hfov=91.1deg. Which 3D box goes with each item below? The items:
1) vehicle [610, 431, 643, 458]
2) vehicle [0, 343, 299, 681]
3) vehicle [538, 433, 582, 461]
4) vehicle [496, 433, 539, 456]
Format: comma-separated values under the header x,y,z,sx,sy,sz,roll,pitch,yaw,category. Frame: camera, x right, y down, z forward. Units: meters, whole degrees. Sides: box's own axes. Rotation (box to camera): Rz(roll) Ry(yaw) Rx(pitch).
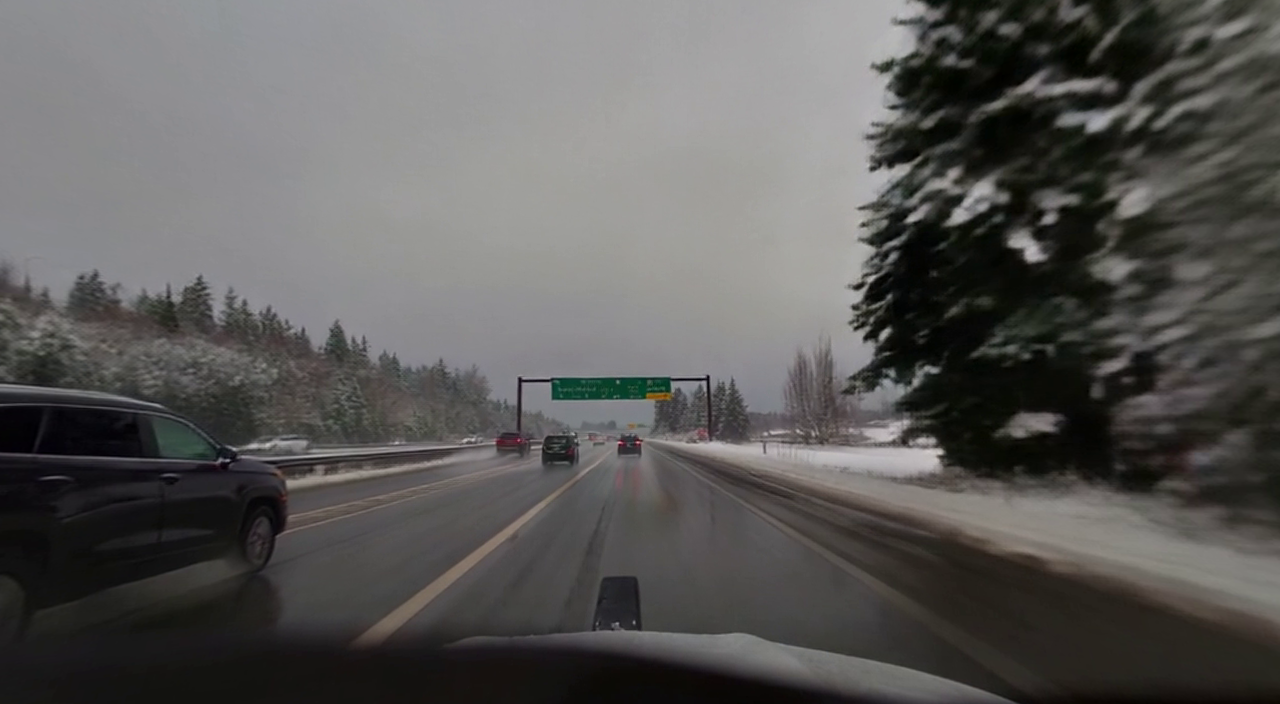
x,y,z,sx,sy,sz,roll,pitch,yaw,category
-0.831,5.785,39.622,2.002,1.611,3.778,0,-8,0,vehicle
-4.485,0.984,4.231,1.971,1.822,4.366,0,-8,-1,vehicle
-4.421,5.311,35.291,1.909,1.445,4.087,0,-8,0,vehicle
-8.295,6.314,43.109,1.953,1.524,4.863,0,-8,0,vehicle
